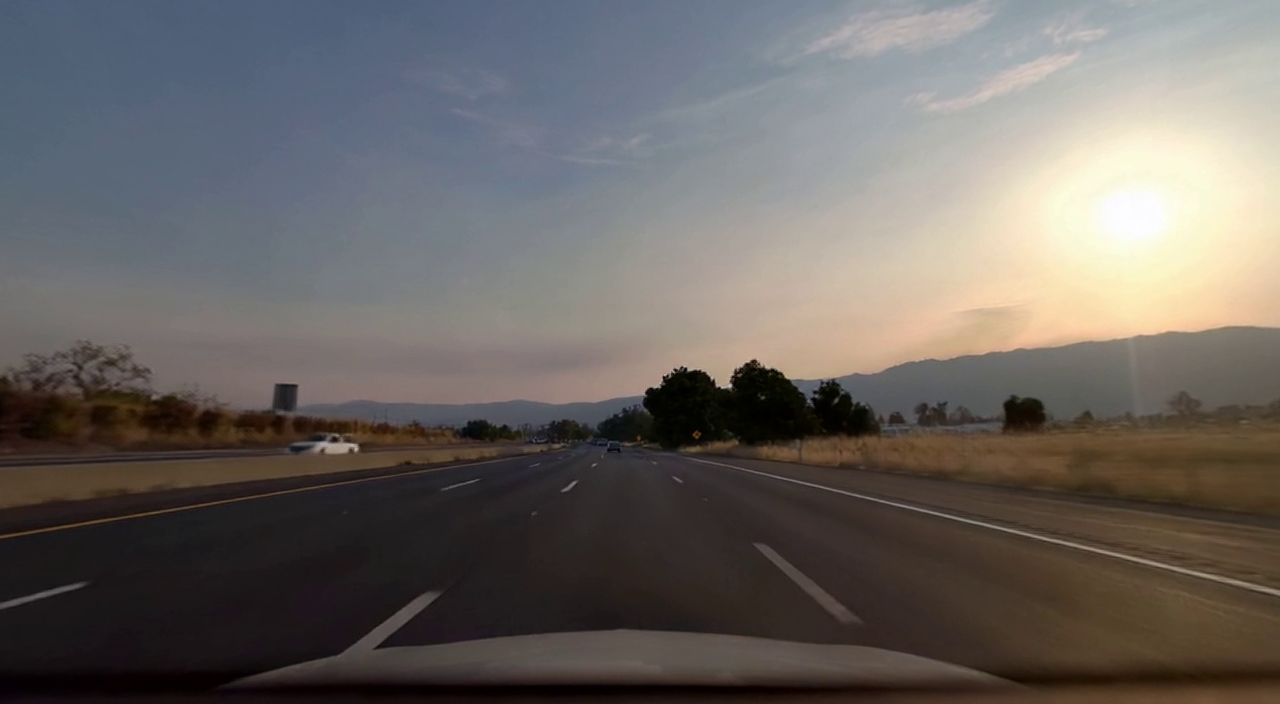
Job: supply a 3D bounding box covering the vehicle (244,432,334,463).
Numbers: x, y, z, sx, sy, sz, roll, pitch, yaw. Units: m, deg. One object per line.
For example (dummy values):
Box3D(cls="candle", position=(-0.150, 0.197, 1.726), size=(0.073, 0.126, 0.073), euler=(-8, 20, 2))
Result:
Box3D(cls="vehicle", position=(-18.833, 5.152, 34.252), size=(1.945, 1.542, 5.162), euler=(0, -8, 0))
